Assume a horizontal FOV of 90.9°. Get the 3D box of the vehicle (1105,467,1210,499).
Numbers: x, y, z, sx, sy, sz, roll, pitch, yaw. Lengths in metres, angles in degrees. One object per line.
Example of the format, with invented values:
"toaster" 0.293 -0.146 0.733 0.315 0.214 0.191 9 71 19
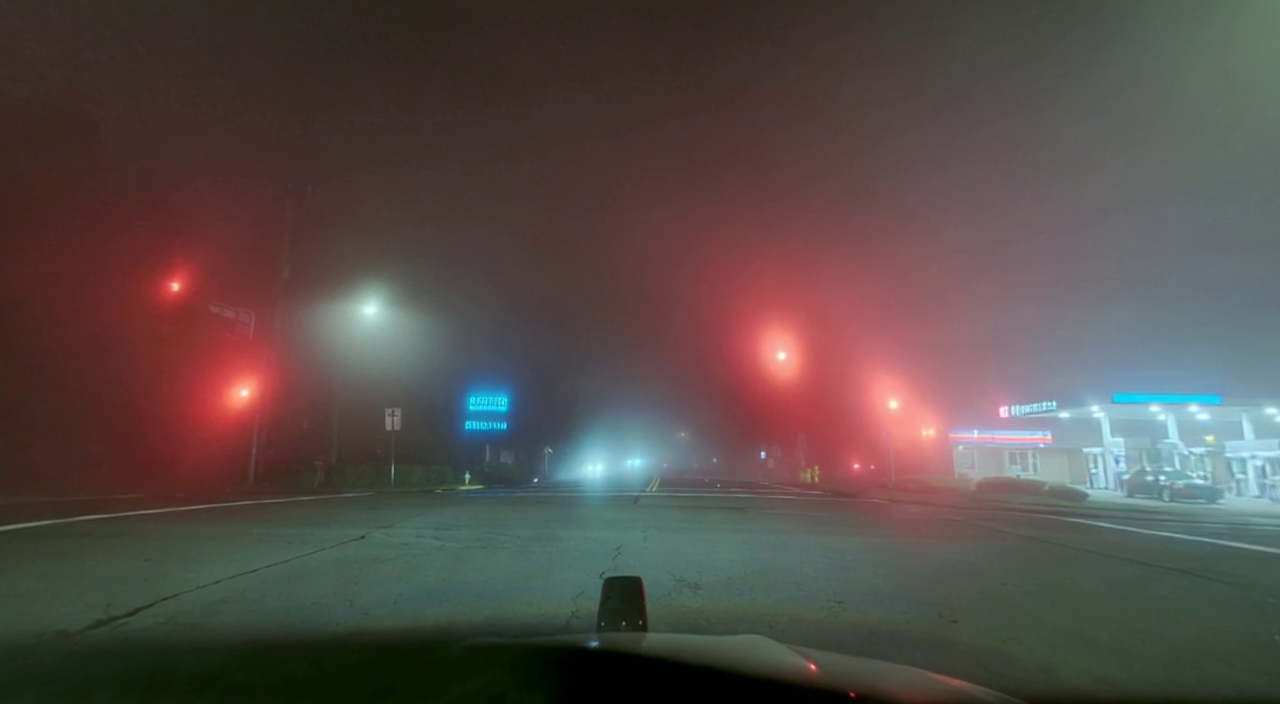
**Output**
"vehicle" 28.022 7.066 34.349 1.897 1.466 4.211 1 -8 -6
